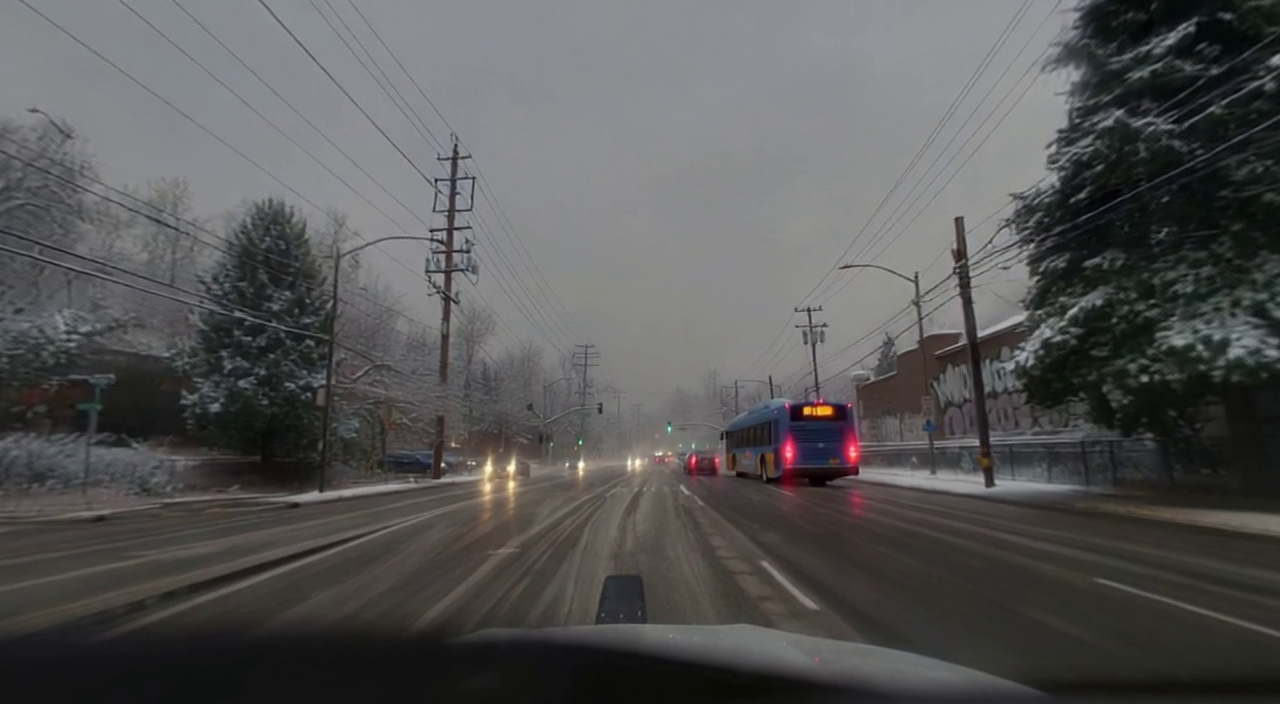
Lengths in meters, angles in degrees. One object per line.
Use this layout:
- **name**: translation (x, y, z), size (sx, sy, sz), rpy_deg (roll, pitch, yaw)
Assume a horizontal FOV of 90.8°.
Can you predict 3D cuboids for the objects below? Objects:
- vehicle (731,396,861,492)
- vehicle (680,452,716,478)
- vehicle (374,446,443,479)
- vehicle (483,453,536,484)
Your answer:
- **vehicle**: translation (6.518, 4.243, 29.139), size (3.045, 3.447, 12.604), rpy_deg (0, -8, 1)
- **vehicle**: translation (3.624, 7.162, 40.232), size (1.961, 1.470, 4.196), rpy_deg (0, -8, 0)
- **vehicle**: translation (-16.853, 8.021, 46.113), size (4.244, 2.316, 1.959), rpy_deg (-1, -8, 2)
- **vehicle**: translation (-7.804, 7.006, 38.253), size (2.011, 1.672, 4.637), rpy_deg (-1, -8, 3)
